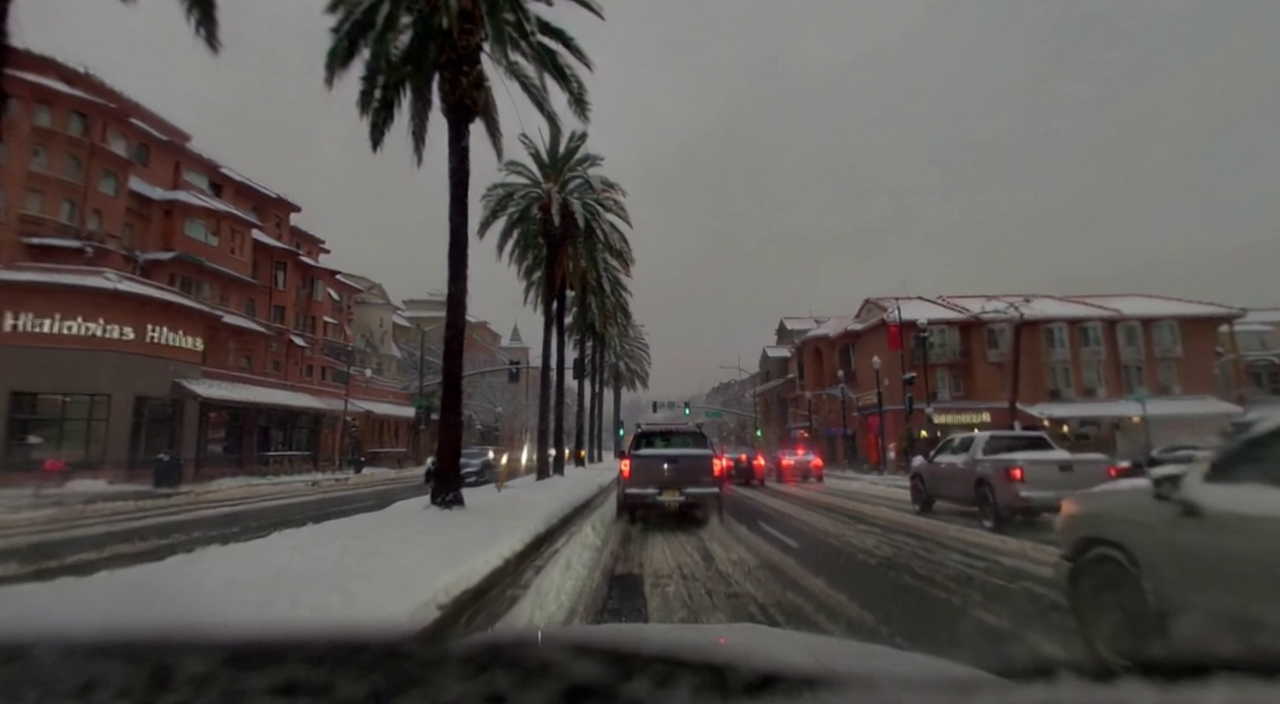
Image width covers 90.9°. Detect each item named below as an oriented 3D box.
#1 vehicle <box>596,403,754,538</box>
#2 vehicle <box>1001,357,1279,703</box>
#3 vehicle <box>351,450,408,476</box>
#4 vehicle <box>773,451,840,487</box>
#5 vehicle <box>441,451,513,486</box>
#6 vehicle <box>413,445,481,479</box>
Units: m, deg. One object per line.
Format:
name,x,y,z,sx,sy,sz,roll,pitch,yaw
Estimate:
vehicle,0.602,2.285,12.762,2.487,2.115,5.444,0,-9,1
vehicle,4.022,0.847,2.509,2.283,1.738,4.916,0,-9,1
vehicle,-18.203,7.775,44.312,1.972,1.694,4.466,0,-9,1
vehicle,7.686,5.429,29.638,1.958,1.523,4.553,0,-9,1
vehicle,-7.806,5.606,30.723,2.061,1.496,4.600,-1,-9,3
vehicle,-11.154,6.359,36.850,2.272,1.837,4.892,-1,-9,2
